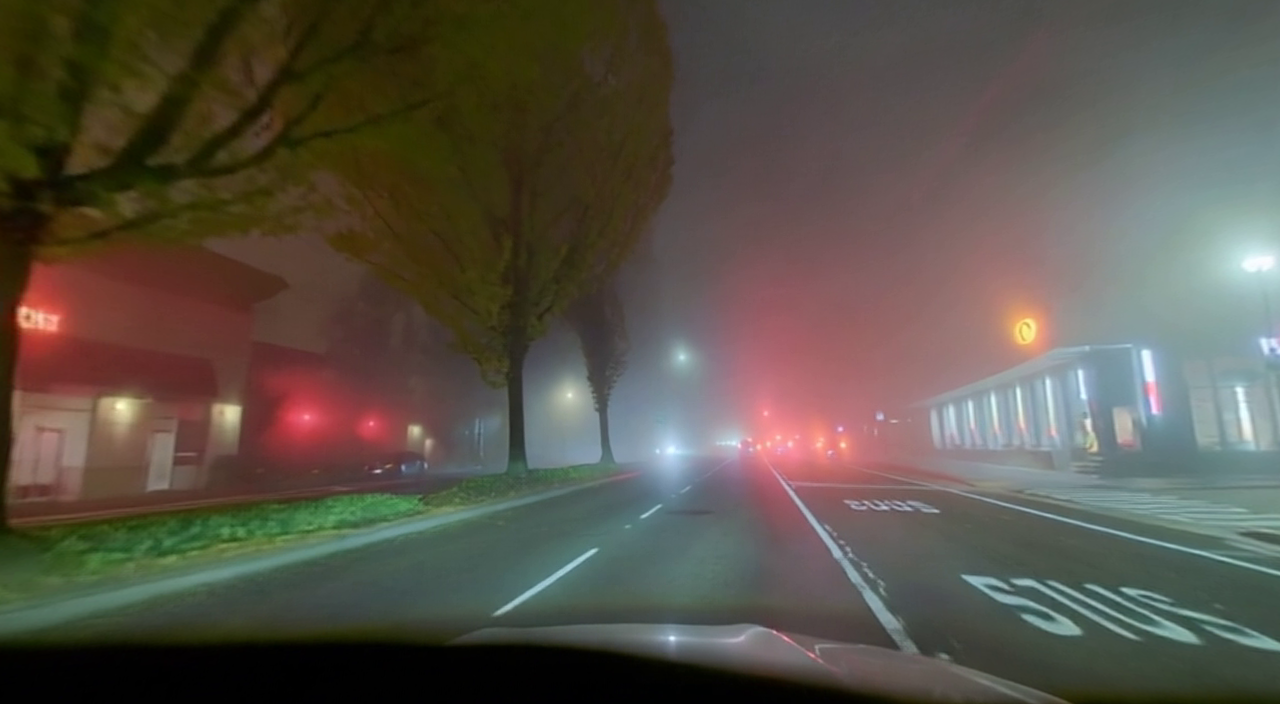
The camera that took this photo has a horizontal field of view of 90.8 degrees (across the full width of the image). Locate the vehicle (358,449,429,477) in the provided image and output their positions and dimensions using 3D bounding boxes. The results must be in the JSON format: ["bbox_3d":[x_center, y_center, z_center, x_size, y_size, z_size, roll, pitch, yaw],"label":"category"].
[{"bbox_3d":[-14.548,6.566,37.582,1.840,1.440,4.442,-4,-9,11],"label":"vehicle"}]
